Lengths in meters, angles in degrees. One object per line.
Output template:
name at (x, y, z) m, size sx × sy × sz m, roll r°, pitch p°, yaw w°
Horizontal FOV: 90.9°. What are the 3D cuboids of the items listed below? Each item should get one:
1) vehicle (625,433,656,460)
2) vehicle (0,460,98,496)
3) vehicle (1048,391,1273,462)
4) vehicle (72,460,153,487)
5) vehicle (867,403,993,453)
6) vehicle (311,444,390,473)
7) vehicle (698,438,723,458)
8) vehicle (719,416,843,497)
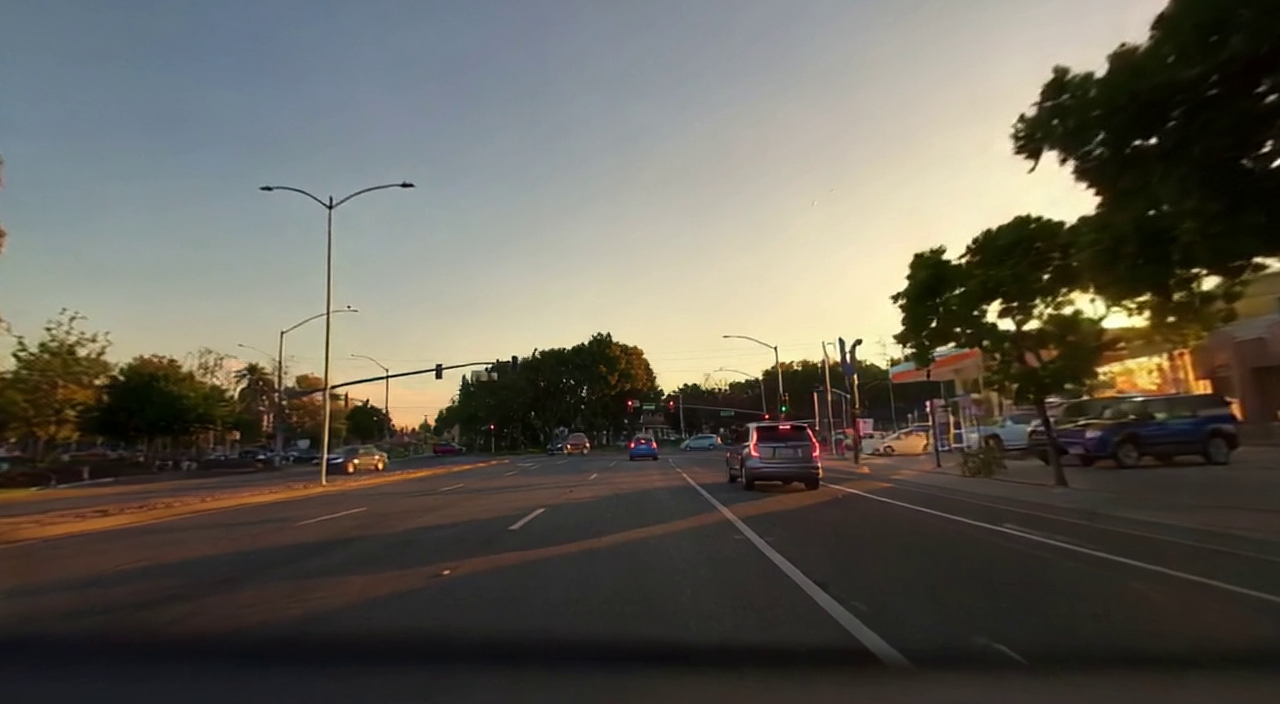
vehicle at (0.066, 6.542, 43.623) m, size 2.067 × 1.702 × 3.987 m, roll 0°, pitch -9°, yaw 1°
vehicle at (-29.664, 6.138, 31.044) m, size 1.870 × 1.508 × 4.441 m, roll 0°, pitch -9°, yaw 2°
vehicle at (15.805, 2.318, 19.397) m, size 4.864 × 2.023 × 2.132 m, roll 0°, pitch -9°, yaw 2°
vehicle at (-40.048, 9.205, 47.927) m, size 4.632 × 1.454 × 1.808 m, roll 2°, pitch -9°, yaw -42°
vehicle at (16.223, 4.298, 35.475) m, size 5.790 × 2.675 × 2.554 m, roll 1°, pitch -9°, yaw -5°
vehicle at (-17.348, 6.373, 37.987) m, size 1.883 × 1.623 × 4.588 m, roll -2°, pitch -9°, yaw 12°
vehicle at (5.293, 7.260, 47.504) m, size 1.719 × 1.420 × 4.007 m, roll -1°, pitch -9°, yaw 4°
vehicle at (3.411, 2.659, 16.250) m, size 2.083 × 1.779 × 4.347 m, roll 0°, pitch -9°, yaw -1°
